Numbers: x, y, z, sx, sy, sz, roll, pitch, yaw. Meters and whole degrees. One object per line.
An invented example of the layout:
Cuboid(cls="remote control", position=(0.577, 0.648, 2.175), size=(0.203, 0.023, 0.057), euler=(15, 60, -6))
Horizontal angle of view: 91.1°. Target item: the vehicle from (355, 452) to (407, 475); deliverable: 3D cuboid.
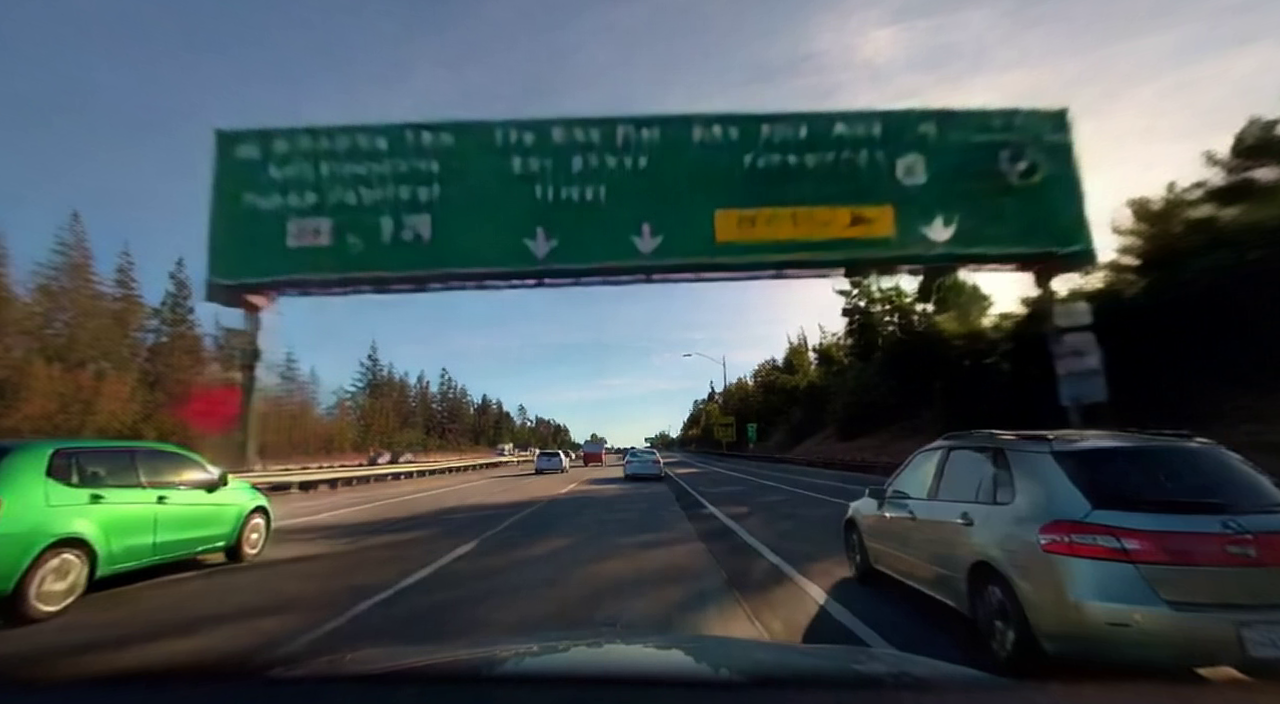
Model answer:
Cuboid(cls="vehicle", position=(-17.448, 7.491, 42.526), size=(1.895, 1.435, 3.589), euler=(0, -9, 1))

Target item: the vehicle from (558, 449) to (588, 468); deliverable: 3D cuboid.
Cuboid(cls="vehicle", position=(-5.056, 8.078, 47.813), size=(1.814, 1.417, 3.860), euler=(0, -9, 1))

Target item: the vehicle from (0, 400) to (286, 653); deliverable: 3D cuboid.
Cuboid(cls="vehicle", position=(-5.177, 1.307, 5.174), size=(2.058, 1.626, 4.118), euler=(0, -9, 1))

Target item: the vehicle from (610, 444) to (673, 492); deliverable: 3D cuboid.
Cuboid(cls="vehicle", position=(0.049, 3.885, 21.370), size=(1.940, 1.451, 3.512), euler=(0, -9, 0))

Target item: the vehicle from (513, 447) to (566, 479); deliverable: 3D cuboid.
Cuboid(cls="vehicle", position=(-4.937, 5.490, 31.407), size=(1.892, 1.481, 4.180), euler=(0, -9, 1))
